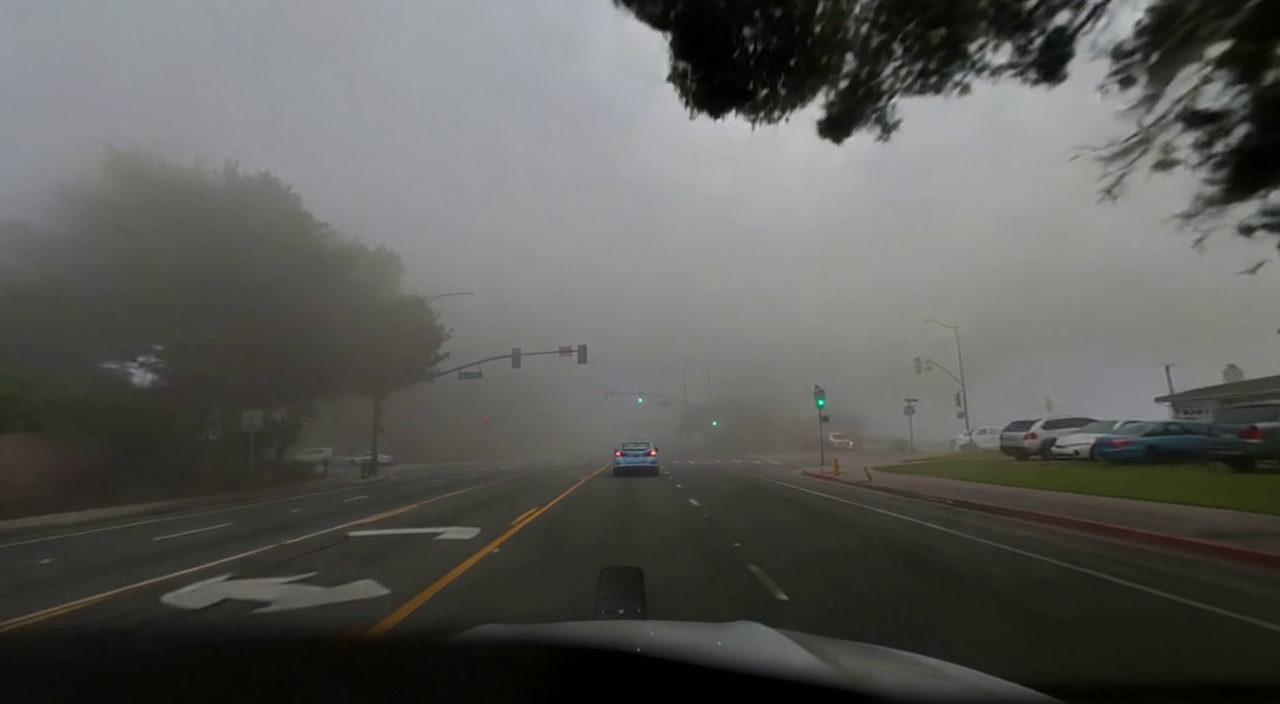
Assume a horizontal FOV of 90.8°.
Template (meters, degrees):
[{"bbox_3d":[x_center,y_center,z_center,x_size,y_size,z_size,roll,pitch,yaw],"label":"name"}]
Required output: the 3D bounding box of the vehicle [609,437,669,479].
[{"bbox_3d":[-0.029,3.992,23.980,2.104,1.462,3.991,0,-9,0],"label":"vehicle"}]

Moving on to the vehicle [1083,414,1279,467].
[{"bbox_3d":[16.194,2.679,18.997,4.275,1.499,1.882,0,-9,0],"label":"vehicle"}]

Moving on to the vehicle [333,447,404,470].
[{"bbox_3d":[-20.974,8.260,48.884,4.588,1.703,1.879,0,-9,1],"label":"vehicle"}]
